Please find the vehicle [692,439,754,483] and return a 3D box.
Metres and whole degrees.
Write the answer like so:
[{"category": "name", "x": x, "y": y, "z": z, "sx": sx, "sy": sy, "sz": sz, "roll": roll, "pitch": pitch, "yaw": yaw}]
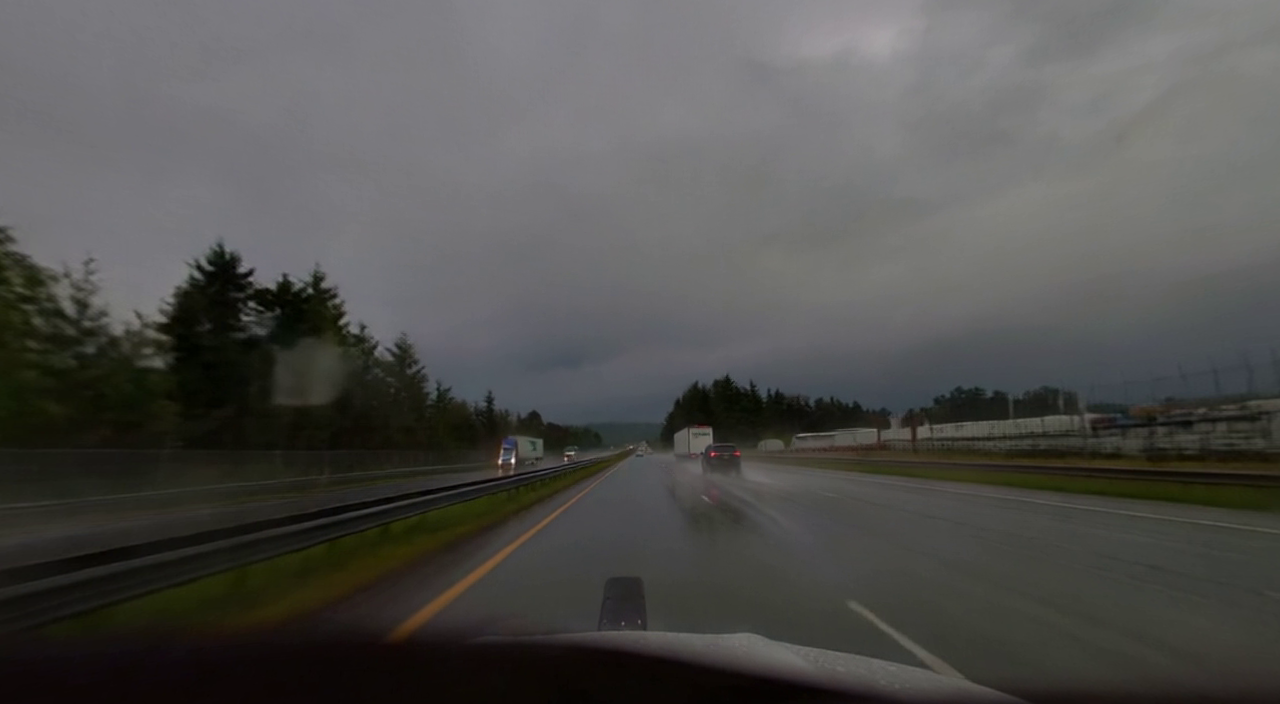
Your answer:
[{"category": "vehicle", "x": 3.561, "y": 4.791, "z": 27.917, "sx": 2.093, "sy": 1.742, "sz": 4.167, "roll": 0, "pitch": -9, "yaw": -1}]
